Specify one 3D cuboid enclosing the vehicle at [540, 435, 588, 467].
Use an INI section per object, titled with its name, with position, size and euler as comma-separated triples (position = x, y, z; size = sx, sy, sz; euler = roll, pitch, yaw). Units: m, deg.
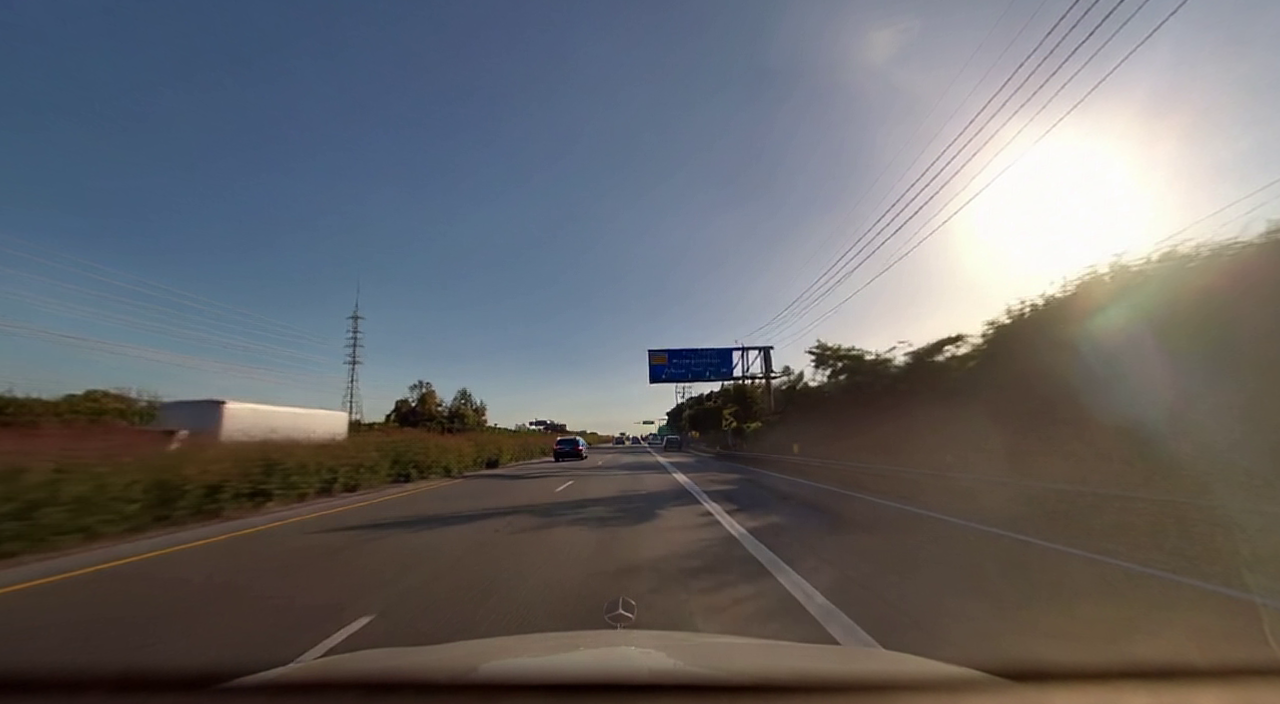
[vehicle]
position = -3.969, 5.270, 33.694
size = 2.016, 1.543, 4.870
euler = 0, -8, 0
